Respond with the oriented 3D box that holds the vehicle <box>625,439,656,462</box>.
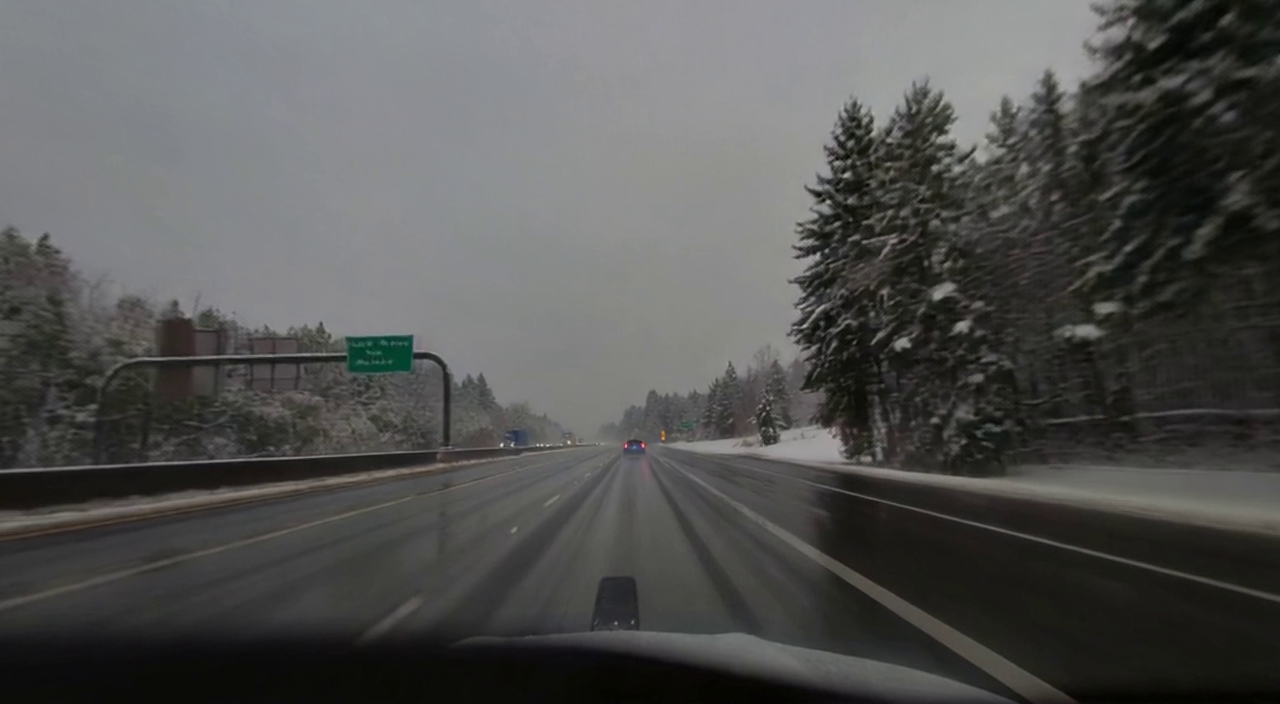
[{"bbox_3d":[0.008,6.668,42.798,2.028,1.440,3.690,0,-8,-1],"label":"vehicle"}]
